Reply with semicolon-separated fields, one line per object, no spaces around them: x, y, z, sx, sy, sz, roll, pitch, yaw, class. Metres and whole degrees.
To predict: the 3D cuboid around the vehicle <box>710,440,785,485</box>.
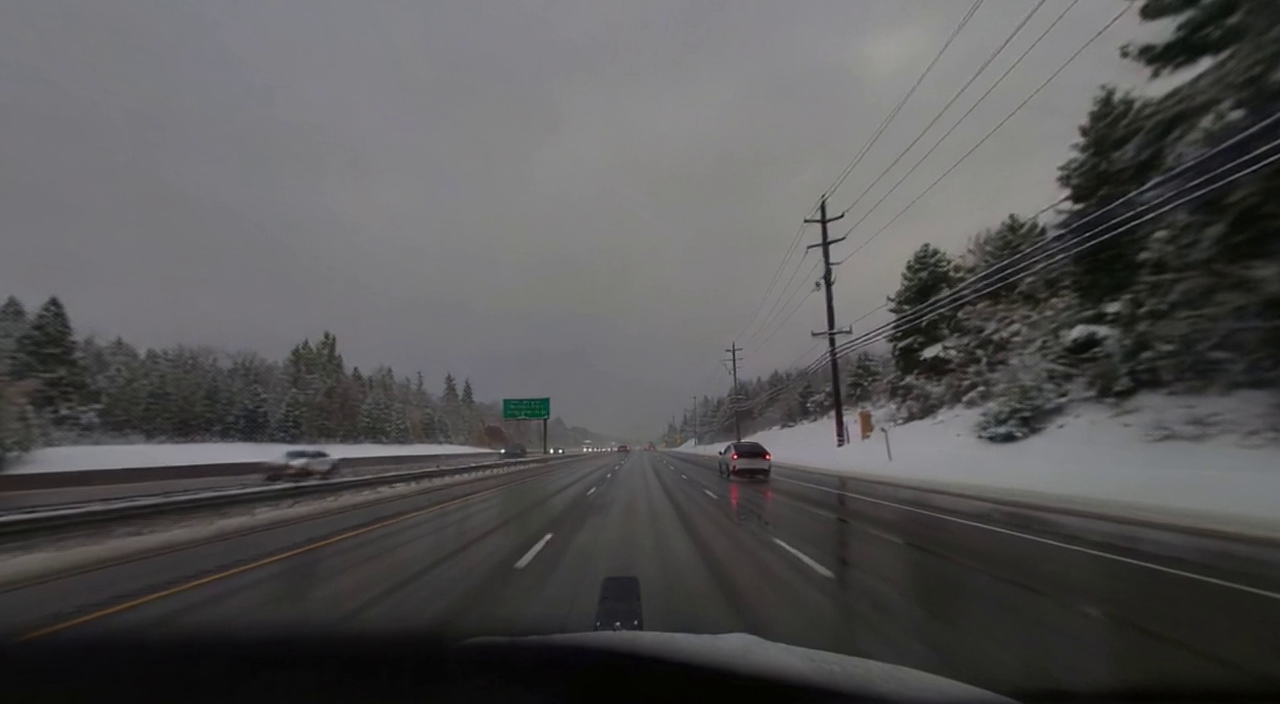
3.982;4.162;23.876;2.054;1.565;4.089;0;-9;-1;vehicle

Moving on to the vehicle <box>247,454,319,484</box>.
-19.870;6.502;35.074;1.774;1.490;3.759;0;-9;0;vehicle
